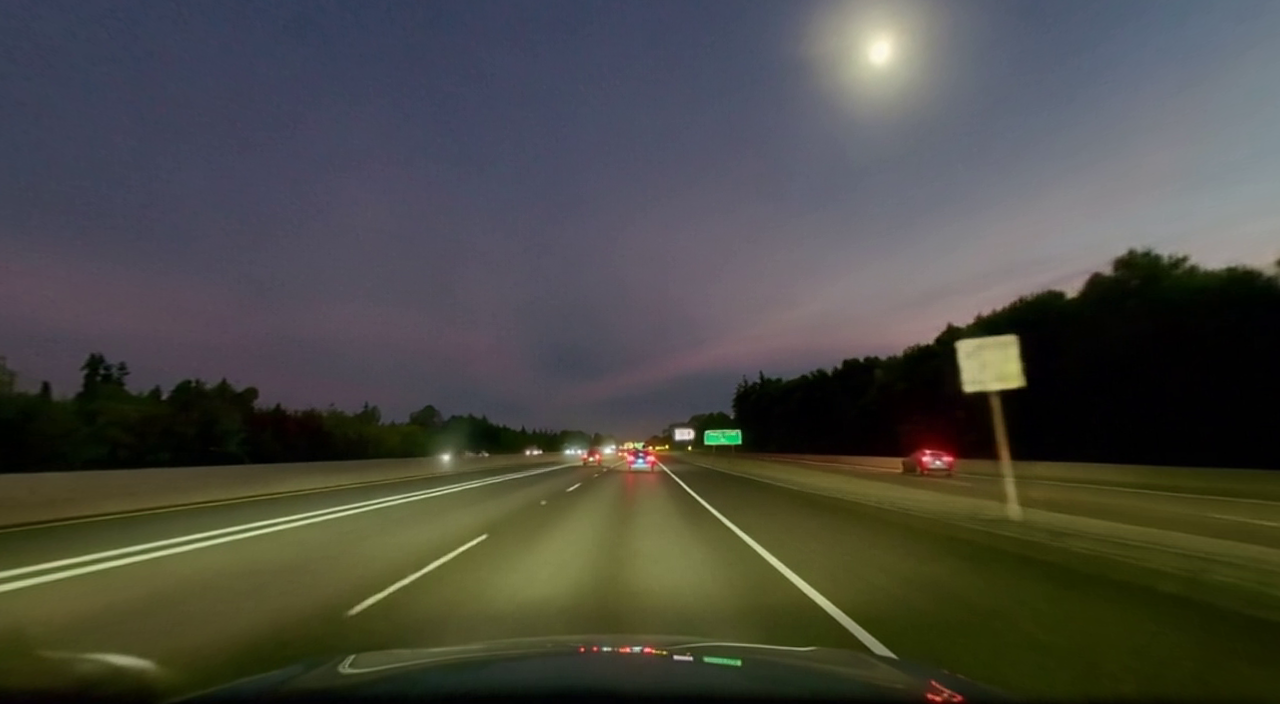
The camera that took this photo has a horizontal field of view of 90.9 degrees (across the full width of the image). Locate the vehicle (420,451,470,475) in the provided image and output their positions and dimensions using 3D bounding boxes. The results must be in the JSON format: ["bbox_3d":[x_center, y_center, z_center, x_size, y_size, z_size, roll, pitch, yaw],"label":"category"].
[{"bbox_3d":[-13.355,7.605,43.411,1.894,1.477,4.621,0,-9,0],"label":"vehicle"}]

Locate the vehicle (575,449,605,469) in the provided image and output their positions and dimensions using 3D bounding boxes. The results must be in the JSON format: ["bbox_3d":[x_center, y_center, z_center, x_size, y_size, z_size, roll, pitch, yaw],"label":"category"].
[{"bbox_3d":[-3.759,8.160,48.223,1.877,1.504,3.799,0,-9,1],"label":"vehicle"}]

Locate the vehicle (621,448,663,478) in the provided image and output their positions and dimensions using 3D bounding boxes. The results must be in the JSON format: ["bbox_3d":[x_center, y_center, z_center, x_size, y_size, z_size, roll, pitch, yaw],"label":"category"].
[{"bbox_3d":[0.084,5.624,32.150,2.002,1.449,3.612,0,-9,0],"label":"vehicle"}]
